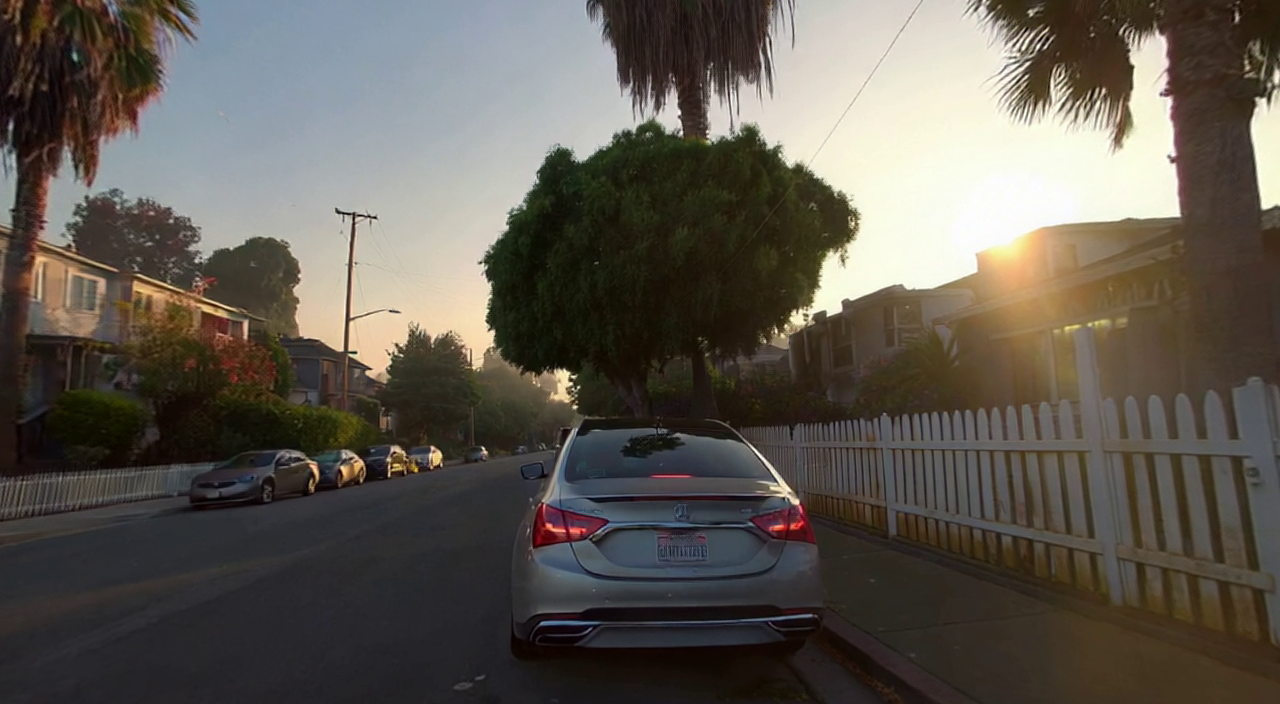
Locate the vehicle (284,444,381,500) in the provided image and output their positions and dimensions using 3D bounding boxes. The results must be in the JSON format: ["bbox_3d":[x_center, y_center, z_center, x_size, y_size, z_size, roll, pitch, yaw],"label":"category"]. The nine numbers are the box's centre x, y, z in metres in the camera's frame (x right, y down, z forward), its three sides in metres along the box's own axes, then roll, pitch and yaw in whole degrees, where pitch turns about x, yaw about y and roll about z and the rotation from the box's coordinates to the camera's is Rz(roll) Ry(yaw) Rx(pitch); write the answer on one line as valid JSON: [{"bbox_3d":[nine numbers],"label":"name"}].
[{"bbox_3d":[-12.163,4.713,25.274,2.048,1.485,4.757,-4,-4,-7],"label":"vehicle"}]

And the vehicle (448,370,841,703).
[{"bbox_3d":[-0.138,1.216,4.994,1.894,1.695,3.795,1,-8,-6],"label":"vehicle"}]

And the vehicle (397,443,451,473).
[{"bbox_3d":[-13.176,6.460,38.687,2.060,1.689,4.999,1,-8,-7],"label":"vehicle"}]

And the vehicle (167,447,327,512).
[{"bbox_3d":[-11.402,3.664,18.793,2.017,1.627,5.039,1,-8,-7],"label":"vehicle"}]
